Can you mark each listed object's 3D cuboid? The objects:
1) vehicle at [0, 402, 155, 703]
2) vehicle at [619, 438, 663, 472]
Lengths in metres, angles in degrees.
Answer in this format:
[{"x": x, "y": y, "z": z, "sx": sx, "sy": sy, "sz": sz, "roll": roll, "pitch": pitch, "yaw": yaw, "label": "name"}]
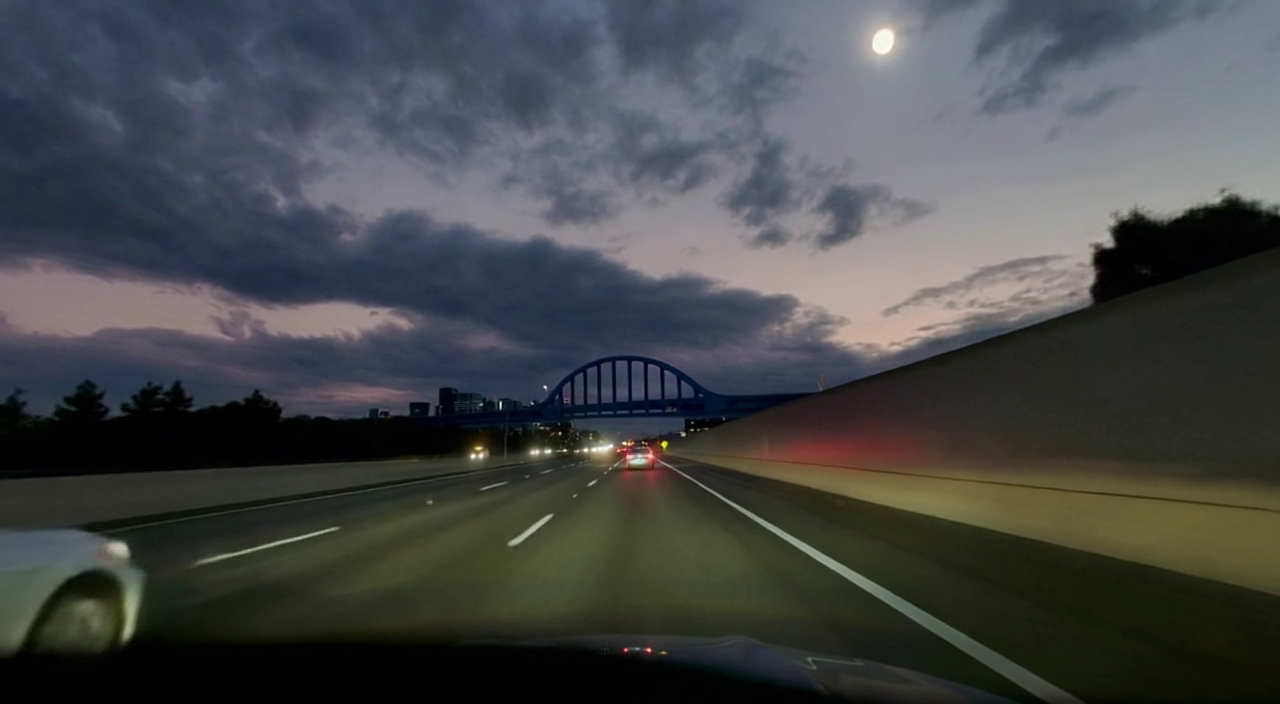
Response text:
[{"x": -3.415, "y": 0.676, "z": 0.560, "sx": 2.095, "sy": 1.498, "sz": 4.854, "roll": 0, "pitch": -9, "yaw": 0, "label": "vehicle"}, {"x": 0.018, "y": 5.704, "z": 34.996, "sx": 2.299, "sy": 1.716, "sz": 4.579, "roll": 0, "pitch": -9, "yaw": -1, "label": "vehicle"}]
